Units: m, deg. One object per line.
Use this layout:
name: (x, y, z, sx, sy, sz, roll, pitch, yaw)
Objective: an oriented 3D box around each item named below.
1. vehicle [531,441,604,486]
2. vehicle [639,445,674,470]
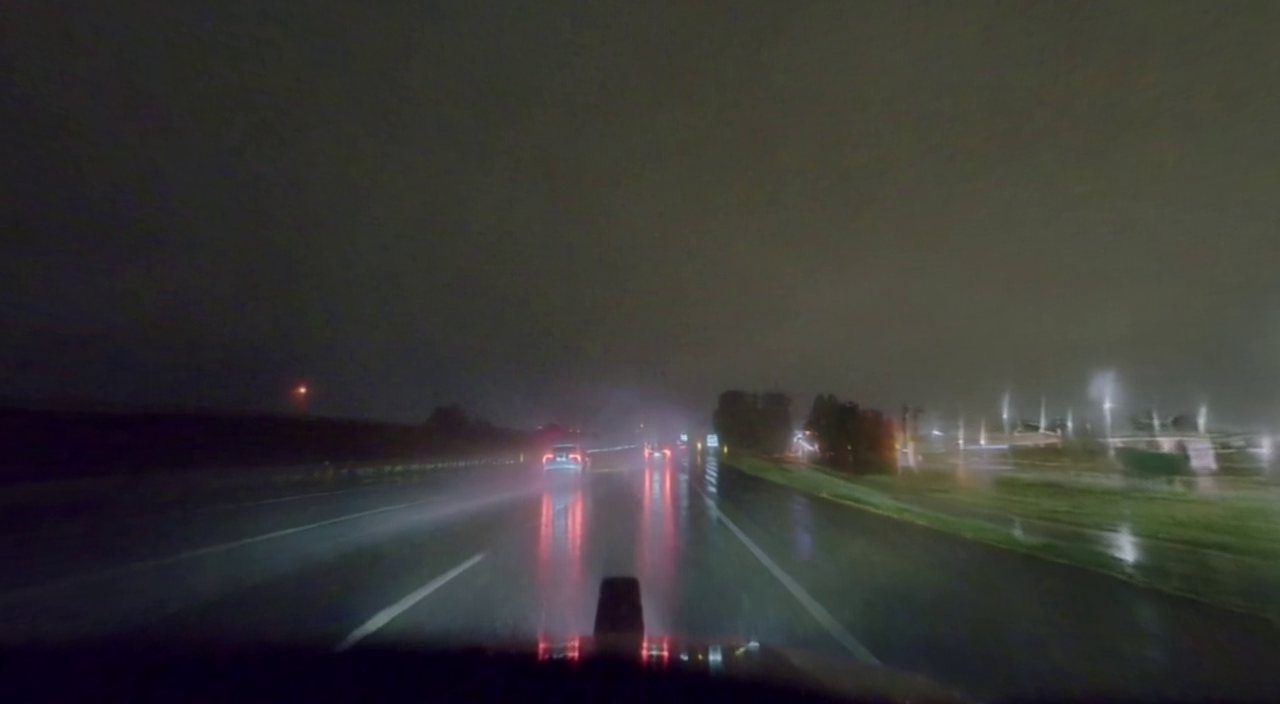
vehicle: (-2.708, 4.308, 24.576, 2.129, 1.563, 4.387, -1, -9, 2)
vehicle: (1.107, 6.799, 40.720, 2.129, 1.502, 4.321, -1, -9, 2)
